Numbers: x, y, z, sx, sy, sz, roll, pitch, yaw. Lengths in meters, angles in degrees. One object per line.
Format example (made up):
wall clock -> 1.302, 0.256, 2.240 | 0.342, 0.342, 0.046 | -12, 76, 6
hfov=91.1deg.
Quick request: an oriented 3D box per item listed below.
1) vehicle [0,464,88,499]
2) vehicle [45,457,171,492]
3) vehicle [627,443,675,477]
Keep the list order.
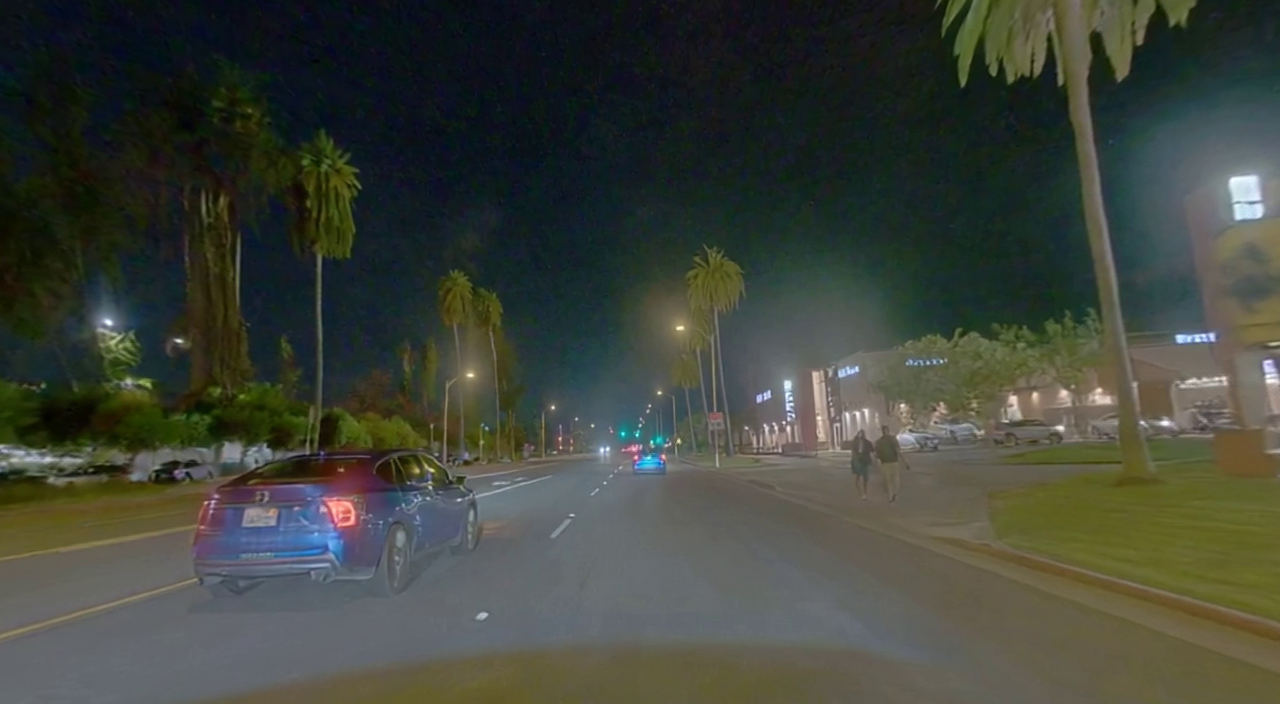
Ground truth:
vehicle -> -32.330, 6.869, 33.560 | 1.810, 1.468, 4.585 | 1, -8, -5
vehicle -> -27.872, 6.410, 32.982 | 4.756, 1.727, 1.994 | 0, -9, 1
vehicle -> 0.472, 5.176, 30.354 | 2.144, 1.514, 4.063 | 0, -9, 0
